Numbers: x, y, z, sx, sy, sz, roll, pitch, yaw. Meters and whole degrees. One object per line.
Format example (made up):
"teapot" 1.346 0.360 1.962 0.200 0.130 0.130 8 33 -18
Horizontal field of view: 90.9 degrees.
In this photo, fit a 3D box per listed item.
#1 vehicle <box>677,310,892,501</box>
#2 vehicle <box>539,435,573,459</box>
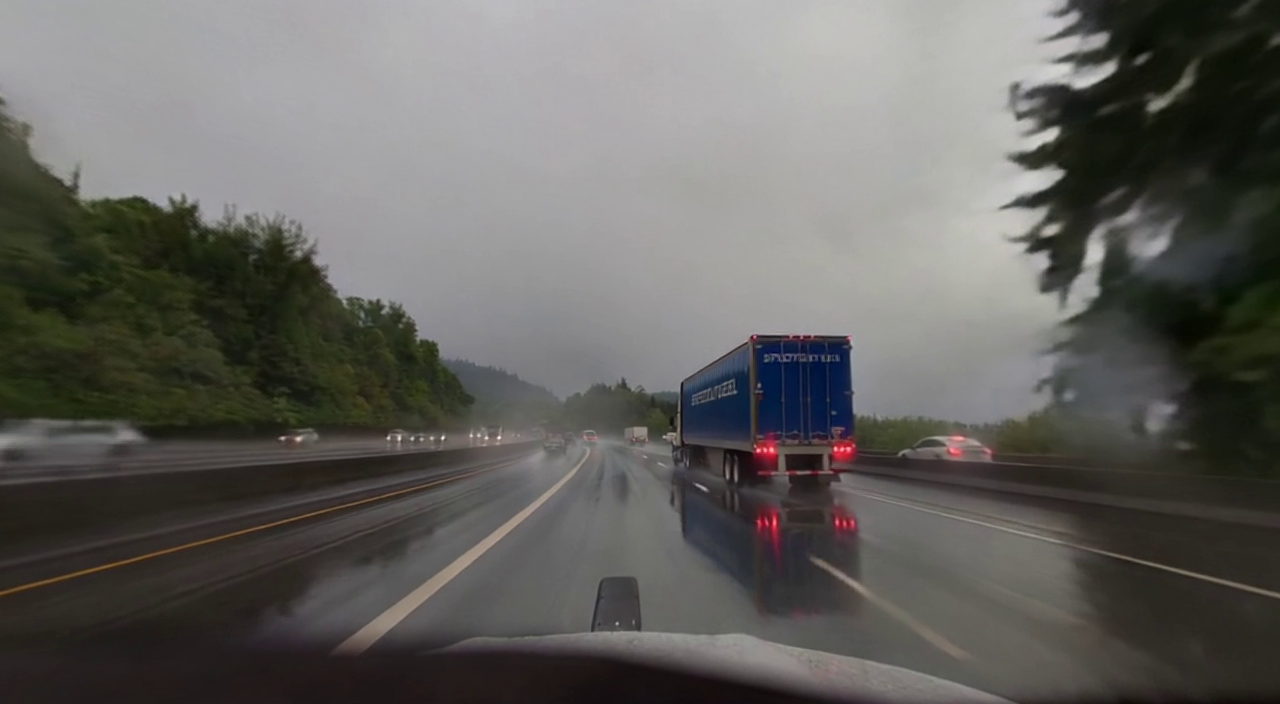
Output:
"vehicle" 3.473 2.064 20.524 2.910 4.051 14.278 1 -8 -3
"vehicle" -5.845 6.610 44.003 2.030 1.547 3.862 1 -8 -3
